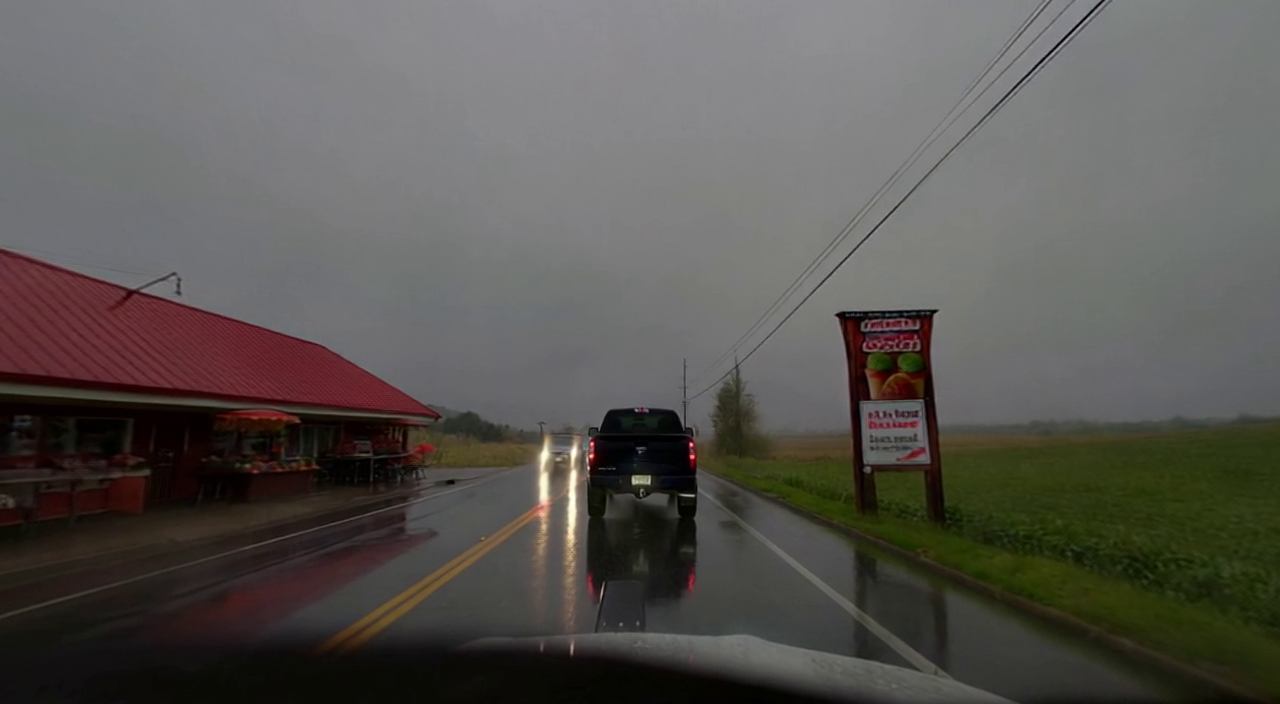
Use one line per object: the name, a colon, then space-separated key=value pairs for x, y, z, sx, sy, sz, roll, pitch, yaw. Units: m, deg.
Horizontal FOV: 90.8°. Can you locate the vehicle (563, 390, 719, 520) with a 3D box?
vehicle: x=-0.056 y=2.212 z=13.946 sx=2.693 sy=2.223 sz=5.885 roll=0 pitch=-8 yaw=-2
